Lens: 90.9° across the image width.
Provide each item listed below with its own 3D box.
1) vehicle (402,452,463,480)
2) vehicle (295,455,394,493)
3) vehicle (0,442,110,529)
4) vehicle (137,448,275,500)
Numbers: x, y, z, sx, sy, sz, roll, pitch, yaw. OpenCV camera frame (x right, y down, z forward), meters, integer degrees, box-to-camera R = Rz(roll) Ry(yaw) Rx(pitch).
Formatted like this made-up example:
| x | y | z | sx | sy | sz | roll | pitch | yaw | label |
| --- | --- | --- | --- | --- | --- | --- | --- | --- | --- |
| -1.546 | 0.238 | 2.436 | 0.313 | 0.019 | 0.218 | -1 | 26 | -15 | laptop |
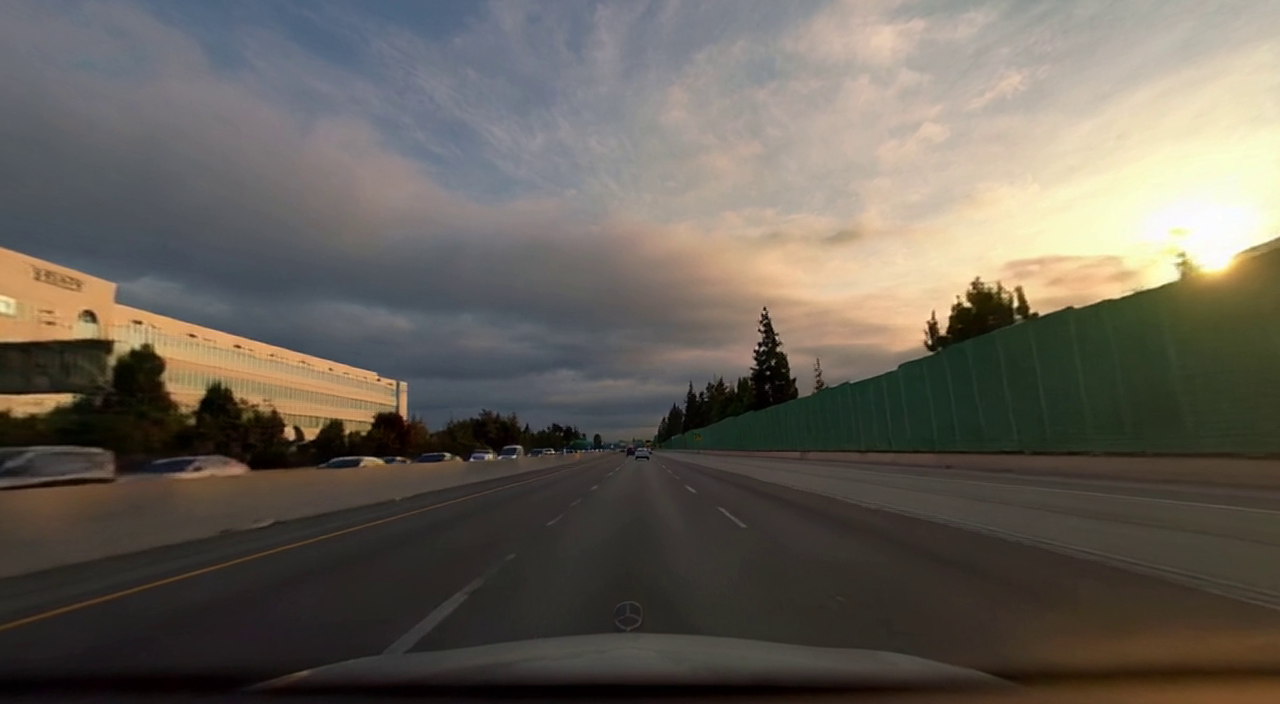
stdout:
| x | y | z | sx | sy | sz | roll | pitch | yaw | label |
| --- | --- | --- | --- | --- | --- | --- | --- | --- | --- |
| -11.886 | 6.540 | 36.393 | 1.922 | 1.458 | 4.410 | -1 | -9 | 1 | vehicle |
| -12.314 | 5.088 | 26.629 | 1.971 | 1.437 | 4.488 | 0 | -9 | 1 | vehicle |
| -12.099 | 2.320 | 10.950 | 1.986 | 1.494 | 4.310 | 0 | -9 | 1 | vehicle |
| -15.666 | 4.394 | 23.092 | 1.970 | 1.694 | 4.273 | 0 | -9 | 0 | vehicle |
